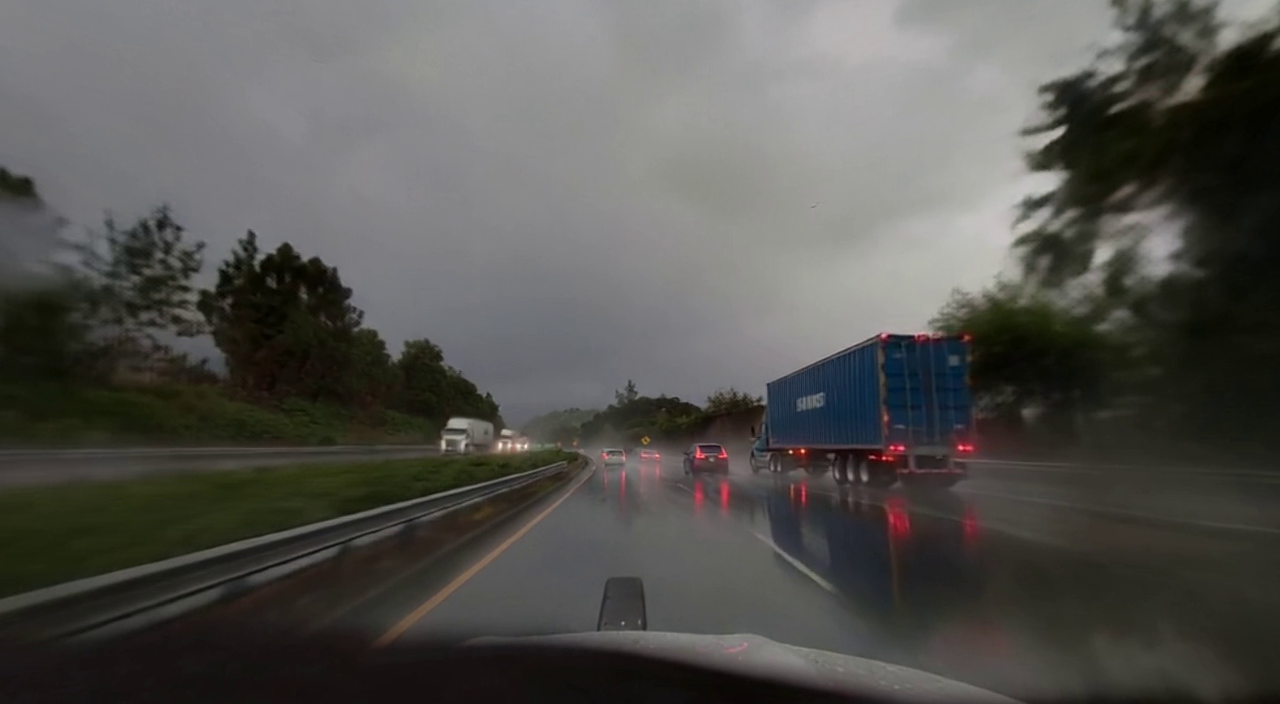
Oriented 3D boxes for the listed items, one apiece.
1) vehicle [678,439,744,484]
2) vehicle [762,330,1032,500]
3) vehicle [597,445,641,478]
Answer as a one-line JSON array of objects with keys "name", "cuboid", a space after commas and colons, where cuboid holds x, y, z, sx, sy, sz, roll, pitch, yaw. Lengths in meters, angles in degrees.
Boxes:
[{"name": "vehicle", "cuboid": [2.717, 4.327, 25.138, 2.013, 1.623, 3.916, 0, -9, -2]}, {"name": "vehicle", "cuboid": [7.414, 2.548, 21.966, 2.965, 3.990, 14.227, 0, -9, -2]}, {"name": "vehicle", "cuboid": [-1.049, 5.434, 31.546, 2.050, 1.534, 3.771, 0, -9, -2]}]
